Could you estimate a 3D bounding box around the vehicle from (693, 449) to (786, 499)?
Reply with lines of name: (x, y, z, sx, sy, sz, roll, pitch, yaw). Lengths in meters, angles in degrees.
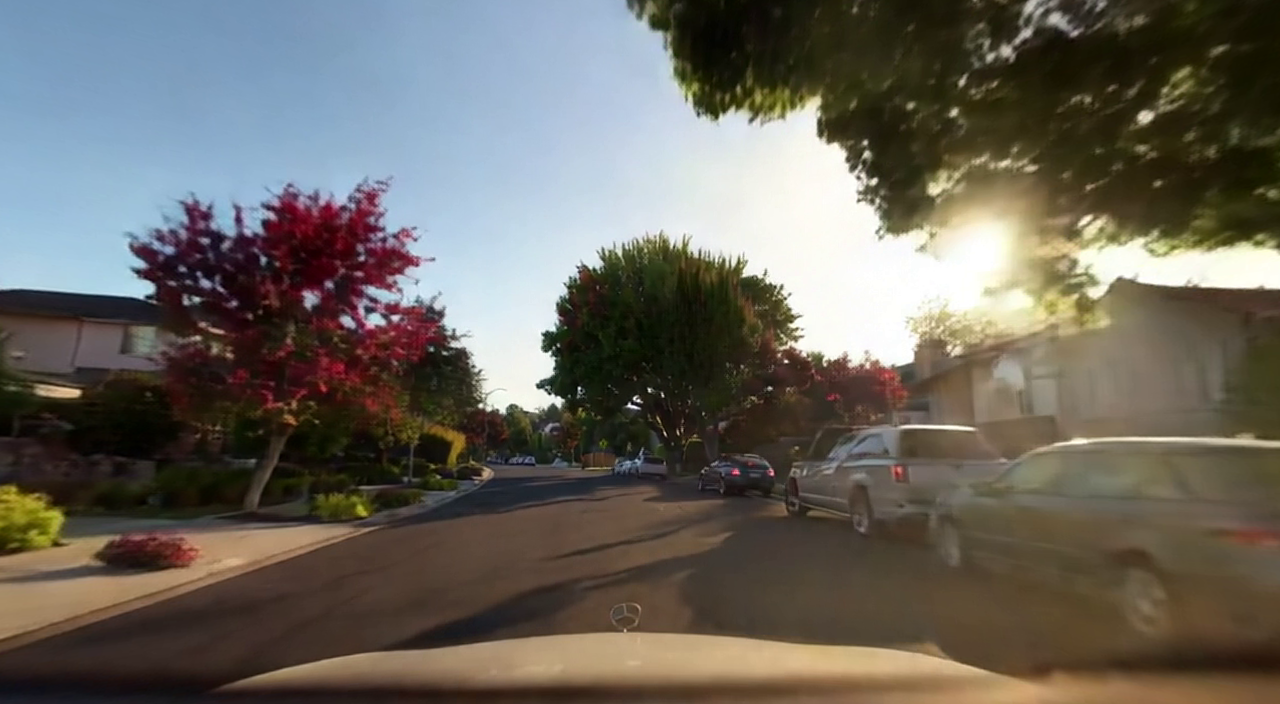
vehicle: (3.838, 4.836, 25.533, 2.111, 1.771, 4.942, 2, -9, -11)

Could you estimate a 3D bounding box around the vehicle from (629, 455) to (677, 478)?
vehicle: (0.851, 8.132, 45.051, 2.193, 1.504, 4.576, 2, -9, -16)

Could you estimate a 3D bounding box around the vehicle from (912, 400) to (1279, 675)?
vehicle: (5.228, 1.647, 6.616, 2.690, 1.819, 4.532, 3, -9, -1)
